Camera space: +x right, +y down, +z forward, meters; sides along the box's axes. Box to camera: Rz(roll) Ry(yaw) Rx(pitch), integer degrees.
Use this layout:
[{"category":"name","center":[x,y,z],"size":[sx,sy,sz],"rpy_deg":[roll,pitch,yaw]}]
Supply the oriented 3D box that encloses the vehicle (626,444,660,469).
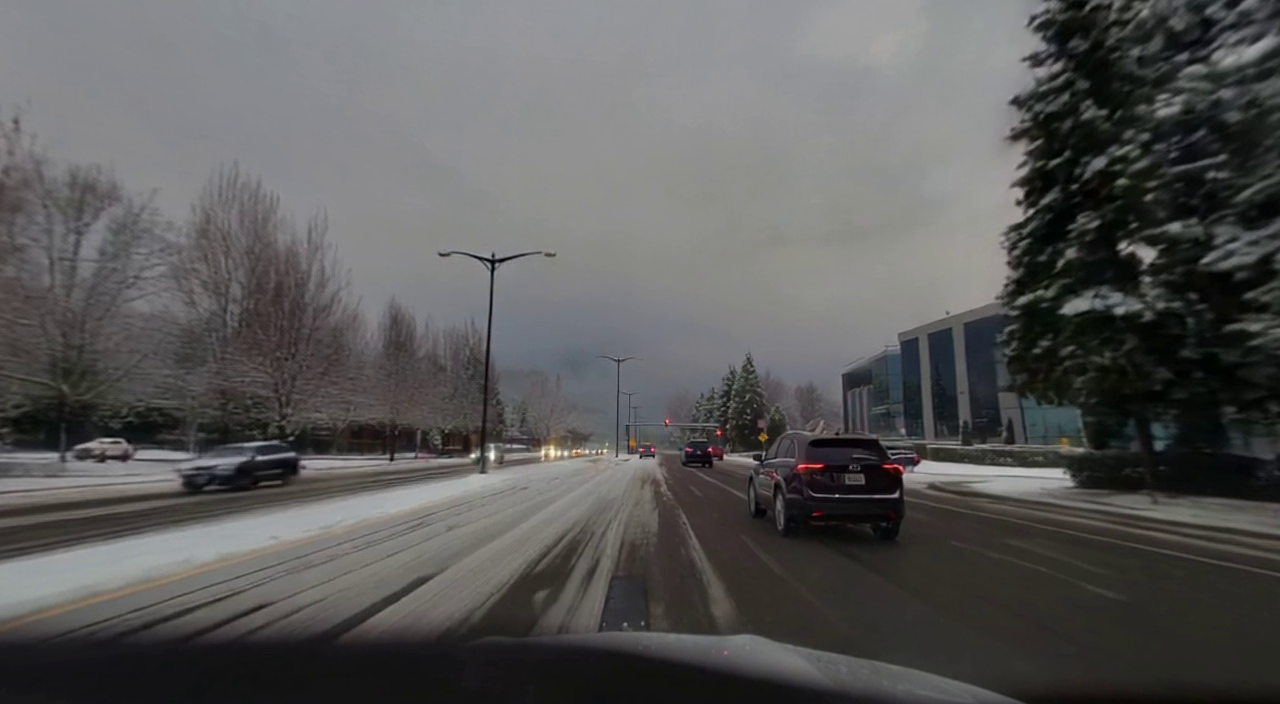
[{"category":"vehicle","center":[0.156,6.513,39.569],"size":[1.991,1.477,3.814],"rpy_deg":[0,-8,0]}]

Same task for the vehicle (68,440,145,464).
[{"category":"vehicle","center":[-41.504,7.788,49.202],"size":[1.920,1.763,4.591],"rpy_deg":[0,-8,0]}]

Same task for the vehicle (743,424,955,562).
[{"category":"vehicle","center":[2.863,1.999,9.660],"size":[1.901,1.634,3.896],"rpy_deg":[1,-8,0]}]

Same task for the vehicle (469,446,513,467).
[{"category":"vehicle","center":[-11.136,7.812,47.532],"size":[2.055,1.479,4.693],"rpy_deg":[-1,-8,2]}]

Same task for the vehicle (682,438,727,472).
[{"category":"vehicle","center":[3.826,6.192,38.280],"size":[2.154,1.844,4.634],"rpy_deg":[2,-8,-1]}]

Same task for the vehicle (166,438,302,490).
[{"category":"vehicle","center":[-14.866,4.094,23.441],"size":[2.064,1.697,4.381],"rpy_deg":[-1,-8,1]}]
